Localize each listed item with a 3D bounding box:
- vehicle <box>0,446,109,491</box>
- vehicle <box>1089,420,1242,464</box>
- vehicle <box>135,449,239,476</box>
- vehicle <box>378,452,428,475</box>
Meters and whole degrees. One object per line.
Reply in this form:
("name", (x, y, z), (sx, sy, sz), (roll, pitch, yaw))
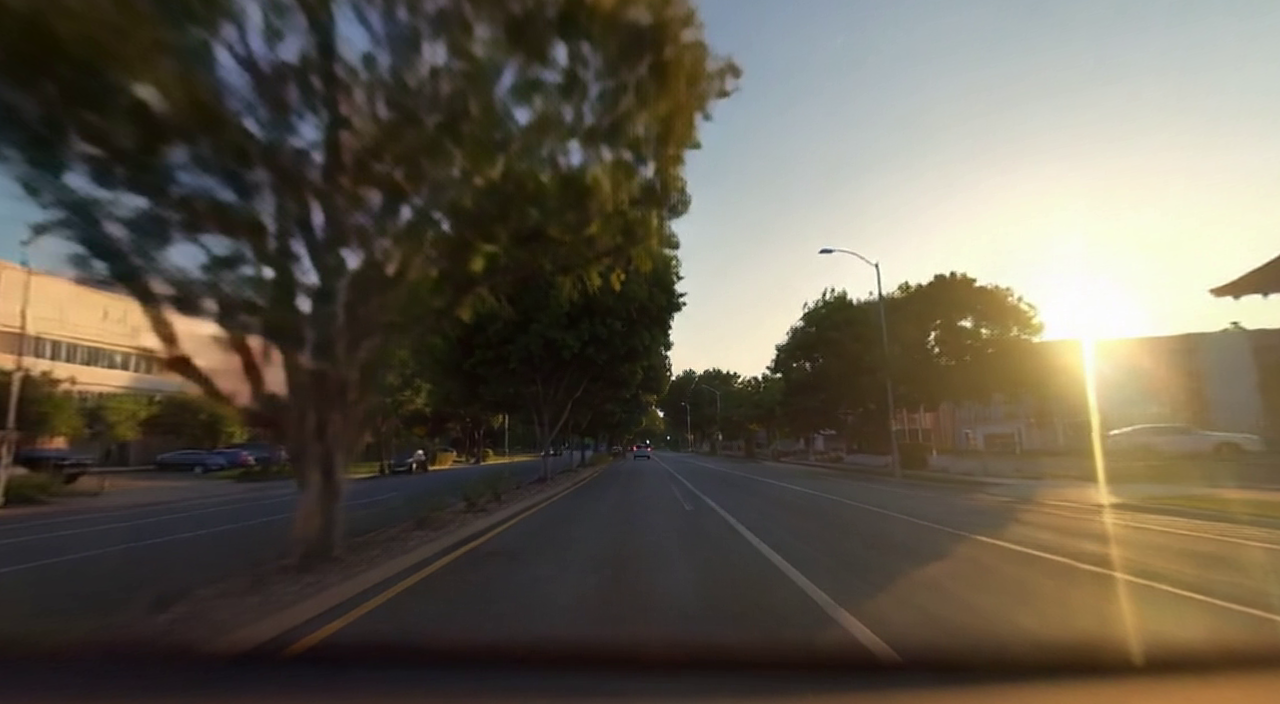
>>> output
("vehicle", (-26.443, 4.981, 27.267), (4.979, 1.829, 2.087), (0, -9, 2))
("vehicle", (22.737, 3.963, 27.618), (2.217, 1.737, 4.962), (1, -9, -3))
("vehicle", (-27.182, 6.643, 37.942), (4.591, 1.566, 2.133), (0, -9, -2))
("vehicle", (-18.618, 8.725, 49.697), (1.959, 1.682, 4.628), (0, -9, 3))
